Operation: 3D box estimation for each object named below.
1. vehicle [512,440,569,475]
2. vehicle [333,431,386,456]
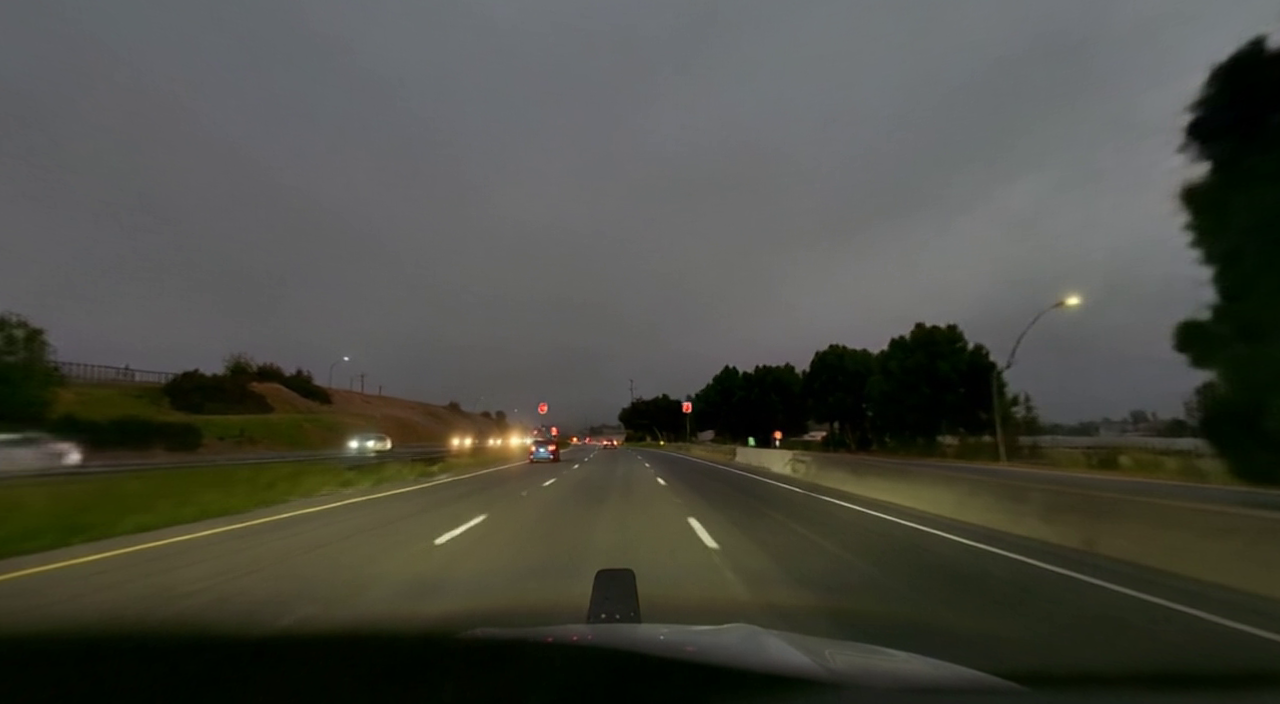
[{"bbox_3d":[-4.145,4.431,26.795,1.874,1.369,3.875,0,-8,-1],"label":"vehicle"},{"bbox_3d":[-20.682,6.756,46.702,1.923,1.691,4.650,0,-8,-1],"label":"vehicle"}]
